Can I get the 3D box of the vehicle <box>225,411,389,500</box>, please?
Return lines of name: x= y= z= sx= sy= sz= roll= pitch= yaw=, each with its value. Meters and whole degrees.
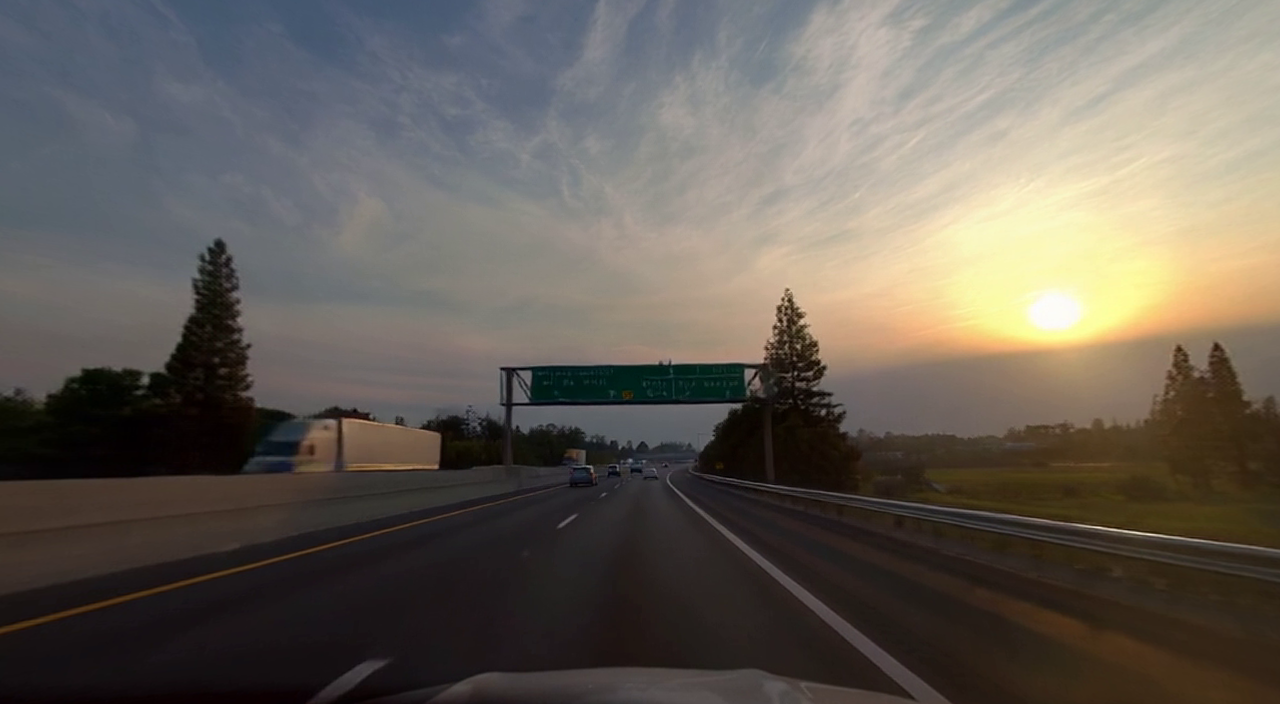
vehicle: x=-17.202 y=5.645 z=33.800 sx=3.004 sy=4.014 sz=9.919 roll=1 pitch=-11 yaw=2

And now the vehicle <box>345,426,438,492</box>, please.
vehicle: x=-16.915 y=7.442 z=43.650 sx=2.842 sy=4.039 sz=7.958 roll=1 pitch=-11 yaw=2

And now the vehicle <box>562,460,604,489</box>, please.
vehicle: x=-3.648 y=8.011 z=41.394 sx=2.160 sy=1.721 sz=4.368 roll=0 pitch=-11 yaw=2
